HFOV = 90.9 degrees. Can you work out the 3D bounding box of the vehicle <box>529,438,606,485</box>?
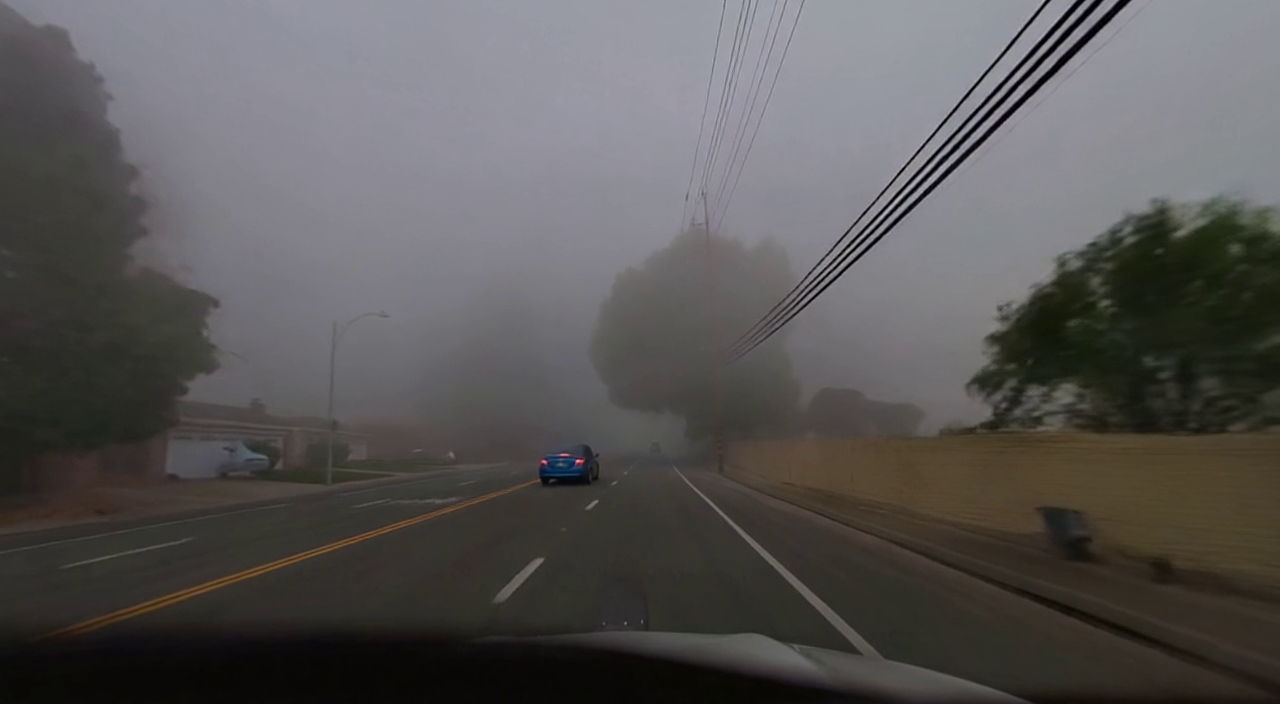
[{"bbox_3d":[-2.528,4.004,23.405,2.085,1.512,5.023,-1,-8,2],"label":"vehicle"}]
